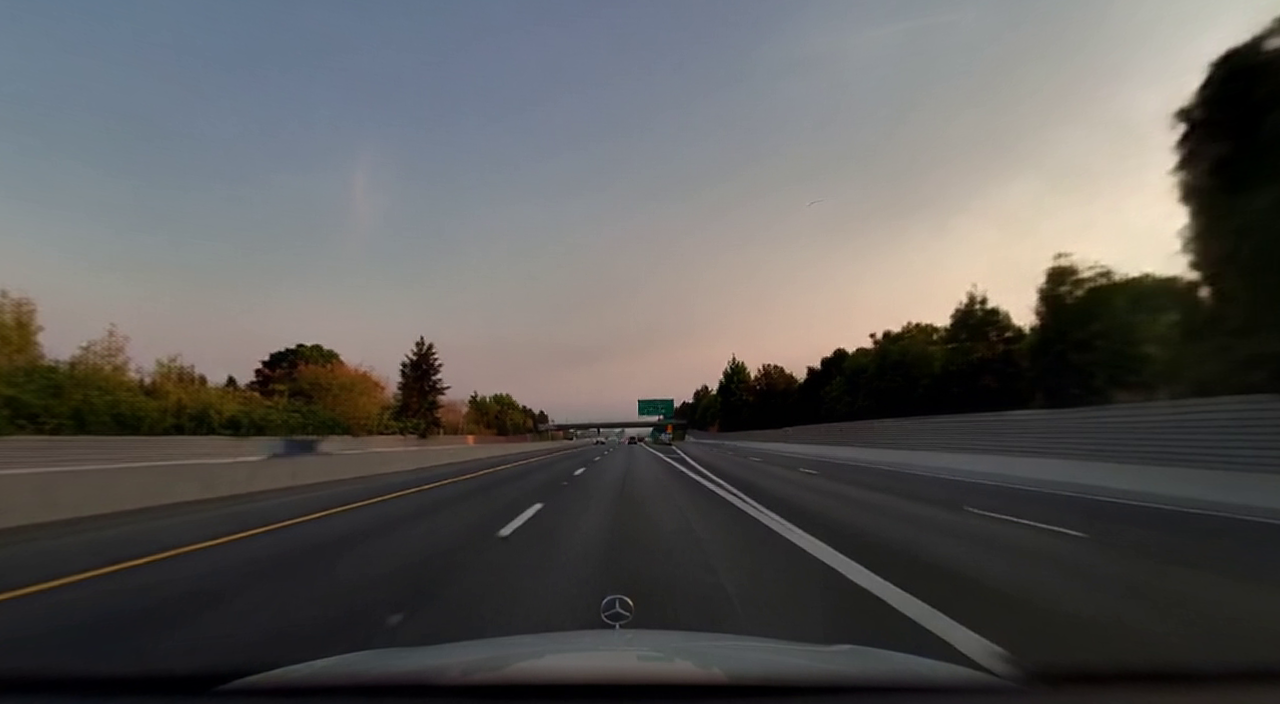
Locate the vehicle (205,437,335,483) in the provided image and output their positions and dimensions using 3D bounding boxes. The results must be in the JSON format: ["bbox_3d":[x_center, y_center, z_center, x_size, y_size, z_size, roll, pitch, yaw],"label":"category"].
[{"bbox_3d":[-13.163,3.823,22.827,1.966,1.437,4.663,1,-8,-1],"label":"vehicle"}]
